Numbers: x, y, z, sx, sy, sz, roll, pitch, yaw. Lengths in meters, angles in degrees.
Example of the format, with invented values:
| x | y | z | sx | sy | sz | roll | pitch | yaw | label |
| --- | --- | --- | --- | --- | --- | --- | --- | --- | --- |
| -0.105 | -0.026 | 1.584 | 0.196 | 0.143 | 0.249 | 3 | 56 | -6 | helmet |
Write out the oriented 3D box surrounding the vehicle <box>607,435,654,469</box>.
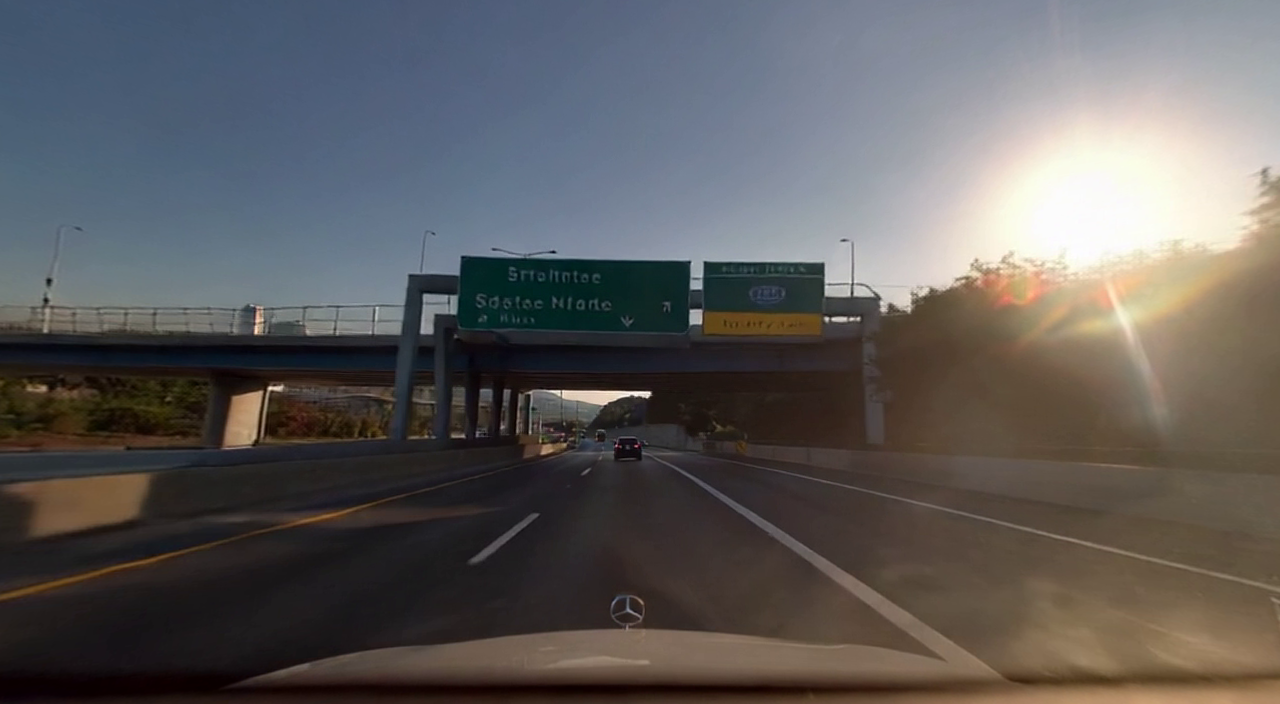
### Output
| x | y | z | sx | sy | sz | roll | pitch | yaw | label |
| --- | --- | --- | --- | --- | --- | --- | --- | --- | --- |
| -0.429 | 4.846 | 30.524 | 2.130 | 1.512 | 4.057 | 0 | -8 | 0 | vehicle |
